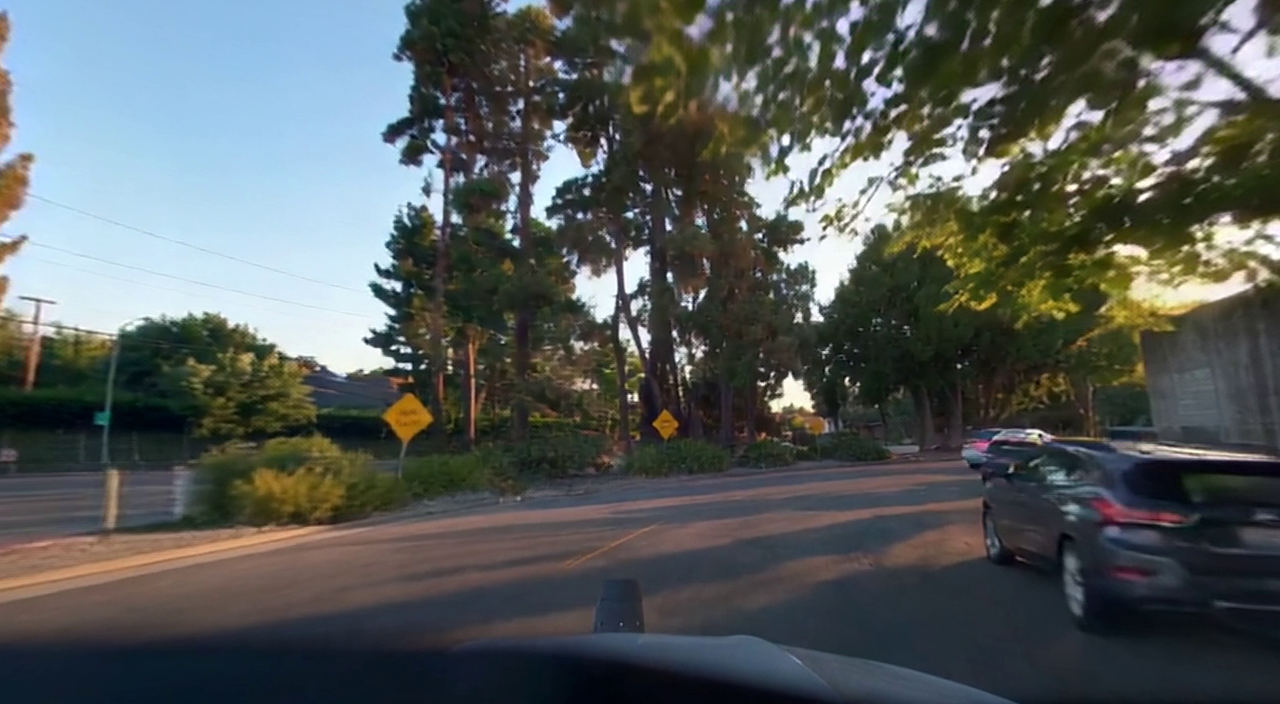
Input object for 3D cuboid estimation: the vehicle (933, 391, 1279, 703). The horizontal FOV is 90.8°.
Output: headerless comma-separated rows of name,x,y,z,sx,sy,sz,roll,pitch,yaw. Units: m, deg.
vehicle,4.144,1.330,5.231,2.195,1.605,5.134,-2,-9,15
